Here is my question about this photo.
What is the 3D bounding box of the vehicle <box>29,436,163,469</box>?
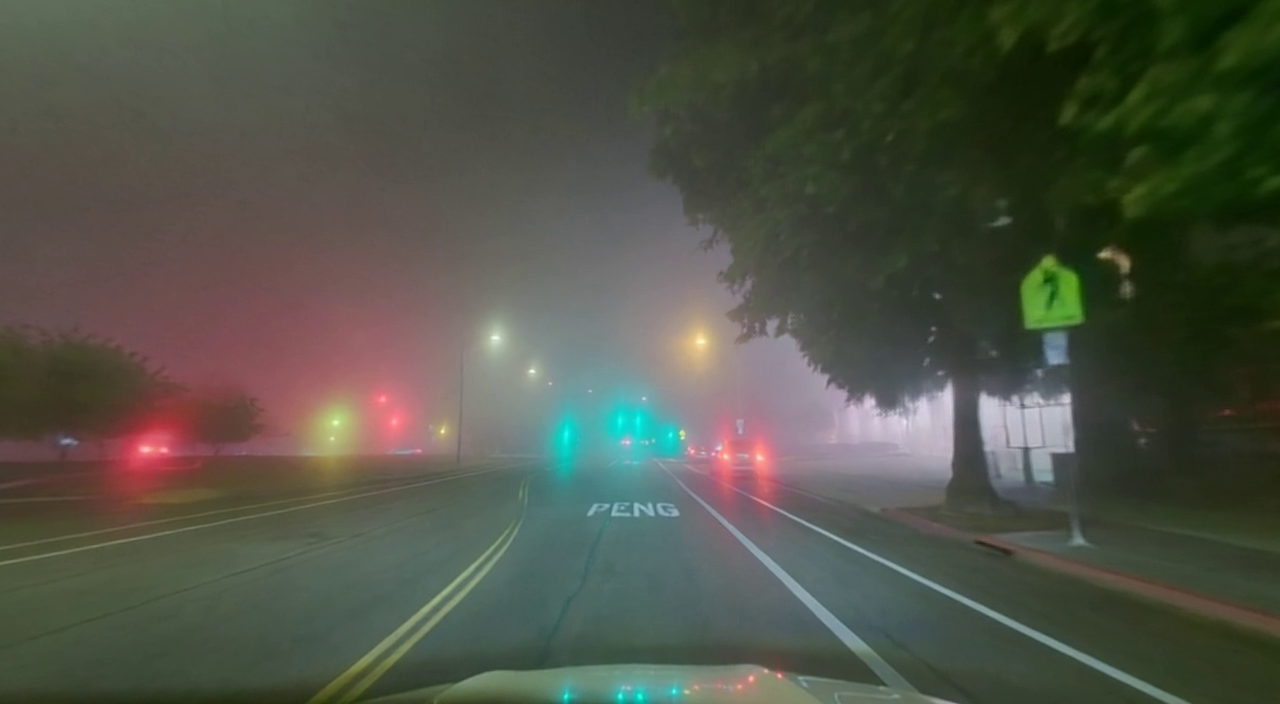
[{"bbox_3d":[-26.091,4.845,30.488,4.402,1.449,1.880,3,-6,-17],"label":"vehicle"}]

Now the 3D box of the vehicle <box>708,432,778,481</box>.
[{"bbox_3d":[4.022,4.181,25.528,1.957,1.753,4.413,1,-8,-2],"label":"vehicle"}]

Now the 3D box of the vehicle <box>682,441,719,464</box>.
[{"bbox_3d":[4.055,6.858,43.102,1.856,1.462,4.501,1,-8,-3],"label":"vehicle"}]
